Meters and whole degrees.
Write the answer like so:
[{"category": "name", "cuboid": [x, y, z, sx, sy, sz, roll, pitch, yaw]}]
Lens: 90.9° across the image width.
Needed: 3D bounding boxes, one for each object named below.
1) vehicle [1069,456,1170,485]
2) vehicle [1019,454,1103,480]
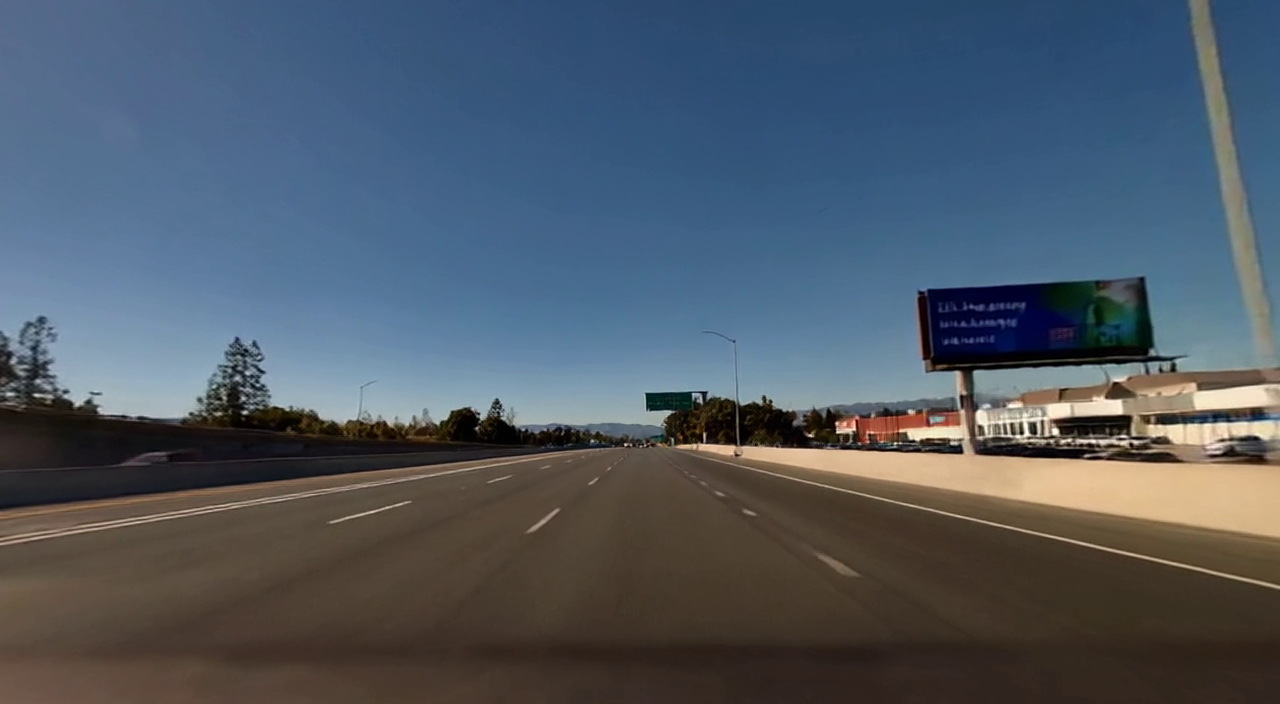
[{"category": "vehicle", "cuboid": [30.079, 7.426, 39.674, 4.589, 1.741, 2.143, 0, -8, -2]}, {"category": "vehicle", "cuboid": [30.220, 8.239, 45.379, 4.576, 1.740, 2.069, 0, -9, -2]}]
